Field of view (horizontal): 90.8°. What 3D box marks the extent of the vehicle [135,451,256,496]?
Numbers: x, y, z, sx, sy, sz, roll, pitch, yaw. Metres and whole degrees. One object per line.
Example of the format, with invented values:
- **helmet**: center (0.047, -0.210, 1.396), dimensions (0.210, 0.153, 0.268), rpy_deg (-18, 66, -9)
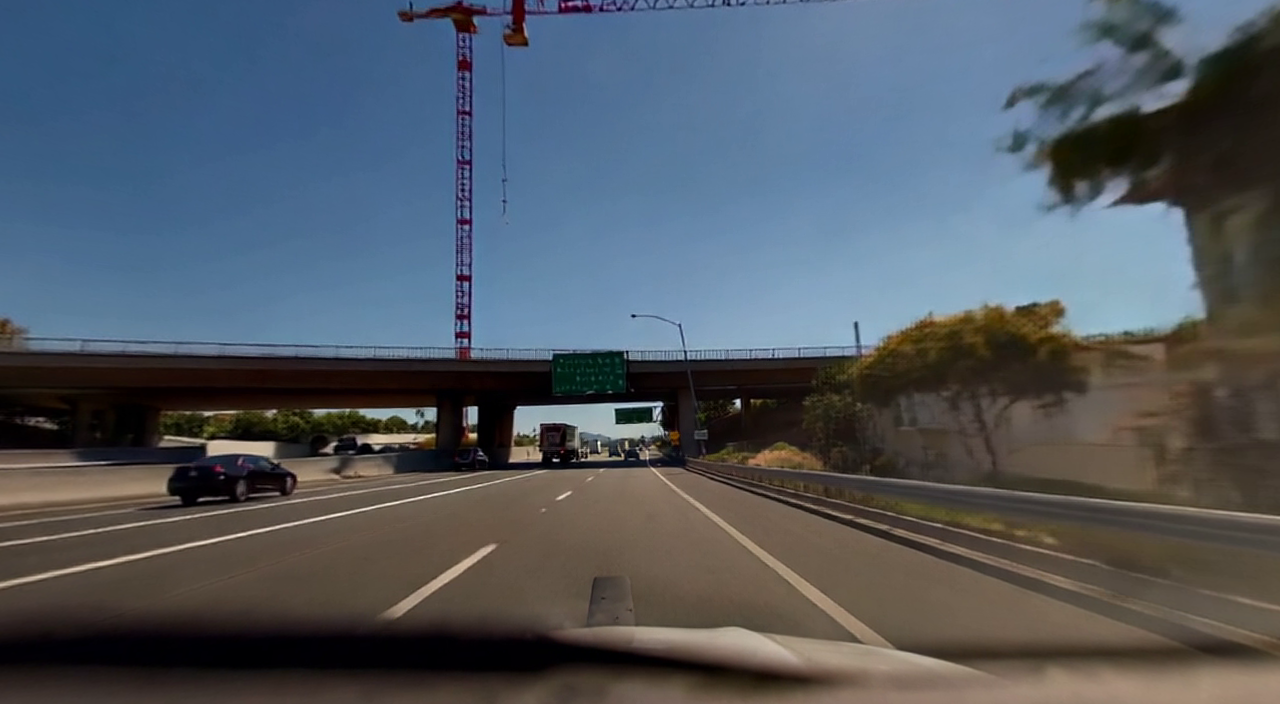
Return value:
- **vehicle**: center (-19.228, 5.239, 27.640), dimensions (1.932, 1.752, 4.541), rpy_deg (0, -8, 0)
